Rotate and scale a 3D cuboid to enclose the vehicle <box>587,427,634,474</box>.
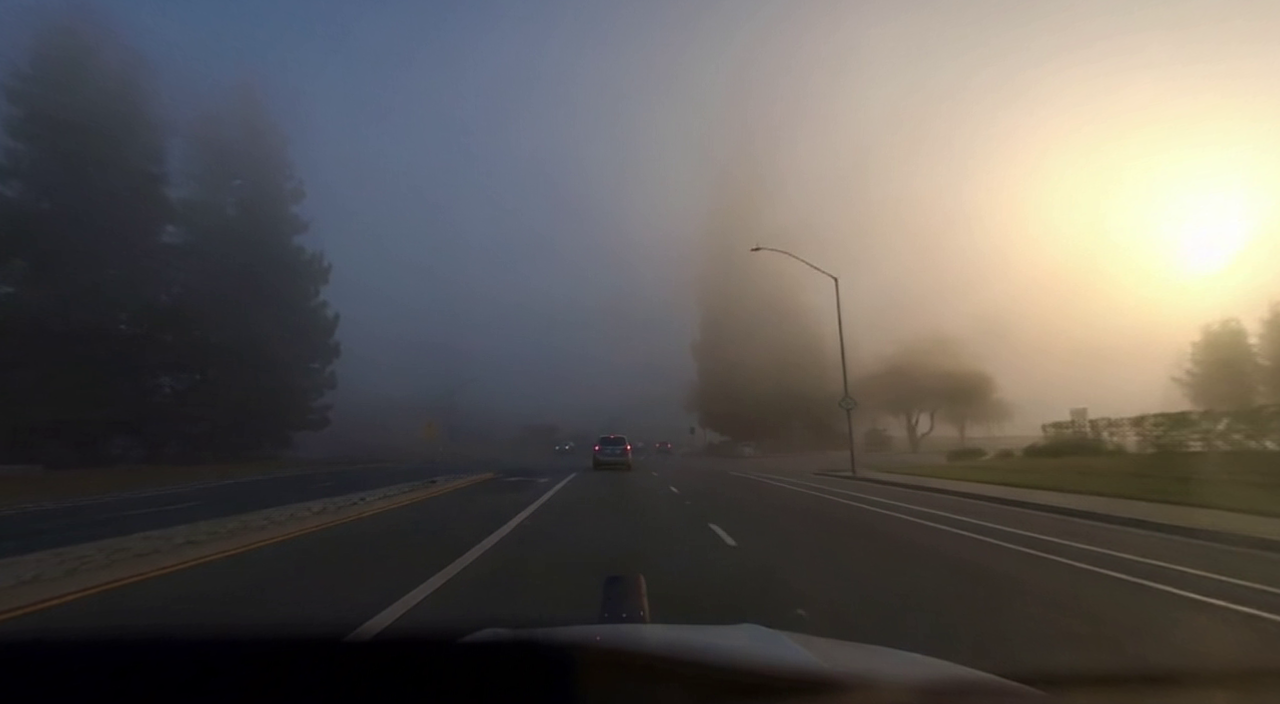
[{"bbox_3d":[-1.423,4.651,29.790,2.072,2.002,4.391,1,-8,-3],"label":"vehicle"}]
